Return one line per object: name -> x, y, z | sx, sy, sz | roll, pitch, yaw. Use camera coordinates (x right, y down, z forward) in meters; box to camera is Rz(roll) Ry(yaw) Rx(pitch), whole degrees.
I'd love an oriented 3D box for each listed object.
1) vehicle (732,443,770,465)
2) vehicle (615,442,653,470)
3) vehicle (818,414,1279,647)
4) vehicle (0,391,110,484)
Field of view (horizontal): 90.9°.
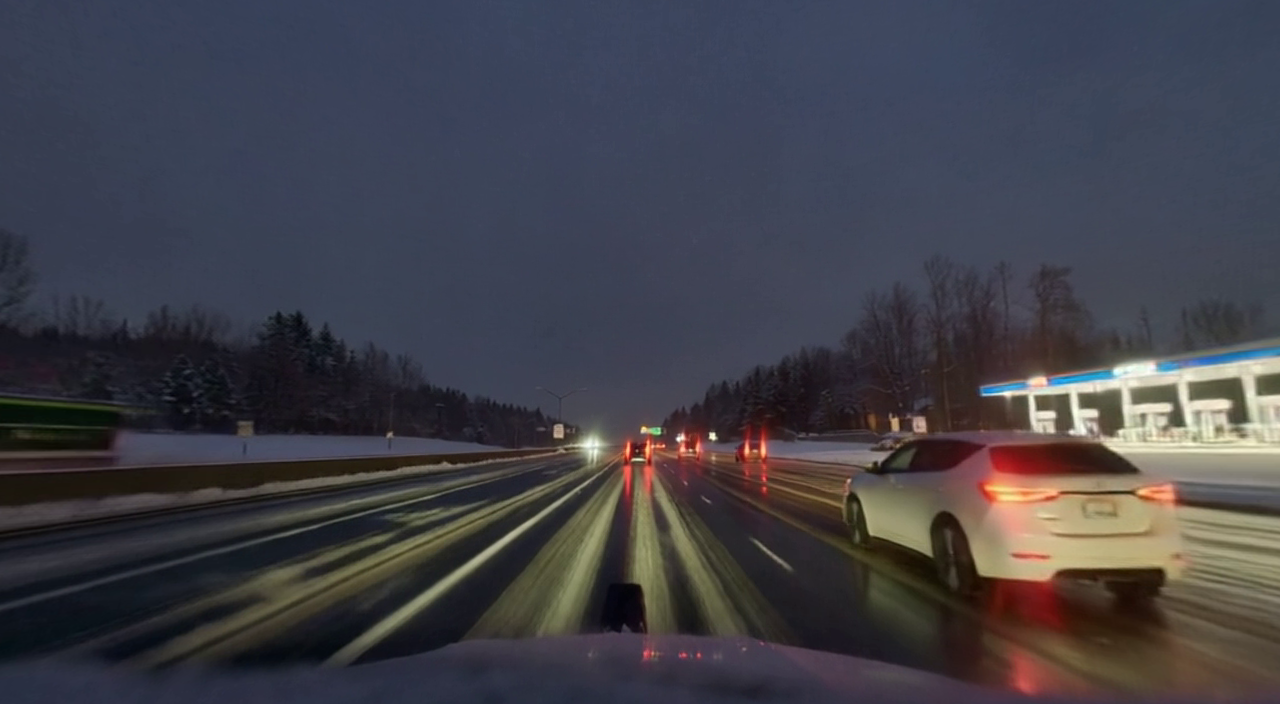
vehicle -> 7.770, 7.193, 44.495 | 1.867, 1.463, 4.295 | 0, -8, -1
vehicle -> -0.331, 5.771, 35.155 | 1.999, 1.473, 4.351 | 0, -8, 0
vehicle -> 3.588, 1.505, 6.479 | 2.172, 1.490, 4.668 | 0, -8, 0
vehicle -> -29.074, 3.659, 26.940 | 2.967, 3.957, 11.098 | 0, -8, 1
